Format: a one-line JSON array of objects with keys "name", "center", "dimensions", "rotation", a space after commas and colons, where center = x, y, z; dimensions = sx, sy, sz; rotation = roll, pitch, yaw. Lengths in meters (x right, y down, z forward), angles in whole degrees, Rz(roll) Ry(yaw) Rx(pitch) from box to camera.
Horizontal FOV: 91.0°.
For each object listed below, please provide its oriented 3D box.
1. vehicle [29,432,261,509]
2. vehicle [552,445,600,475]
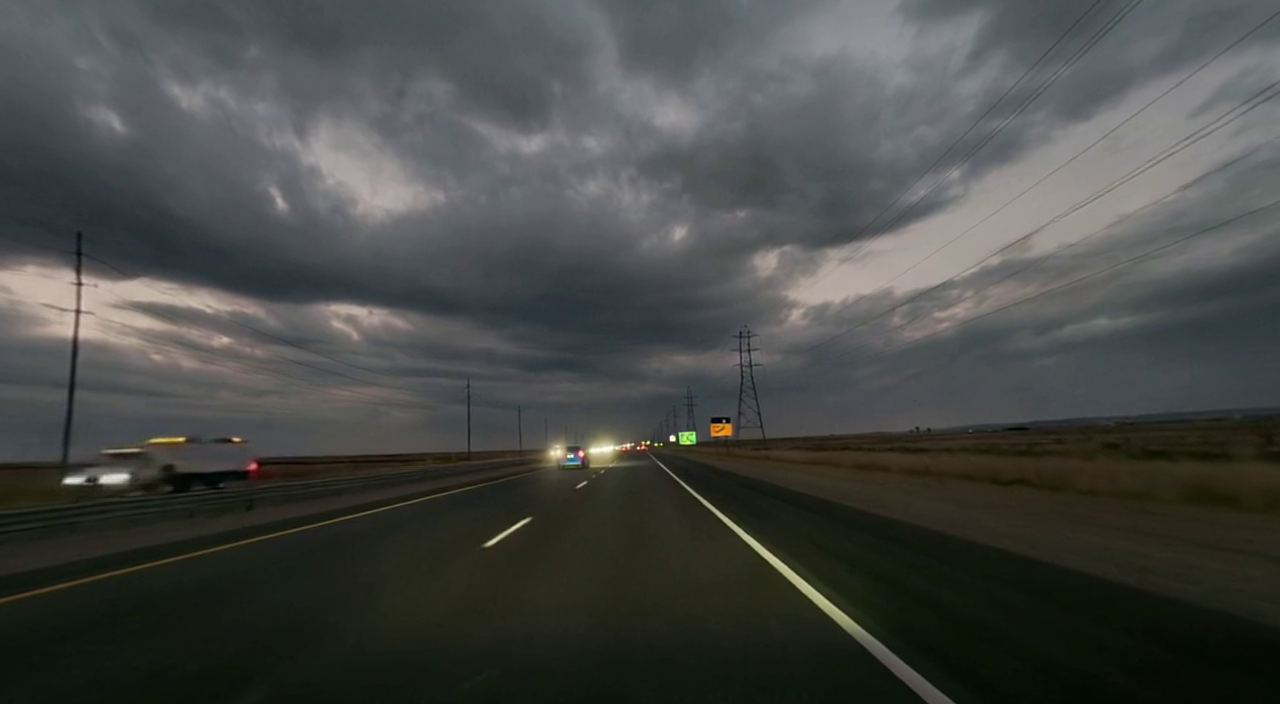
[{"name": "vehicle", "center": [-25.127, 6.070, 33.267], "dimensions": [3.258, 3.325, 10.964], "rotation": [0, -9, 1]}, {"name": "vehicle", "center": [-3.451, 5.956, 34.905], "dimensions": [2.106, 1.543, 4.465], "rotation": [0, -9, 1]}]
